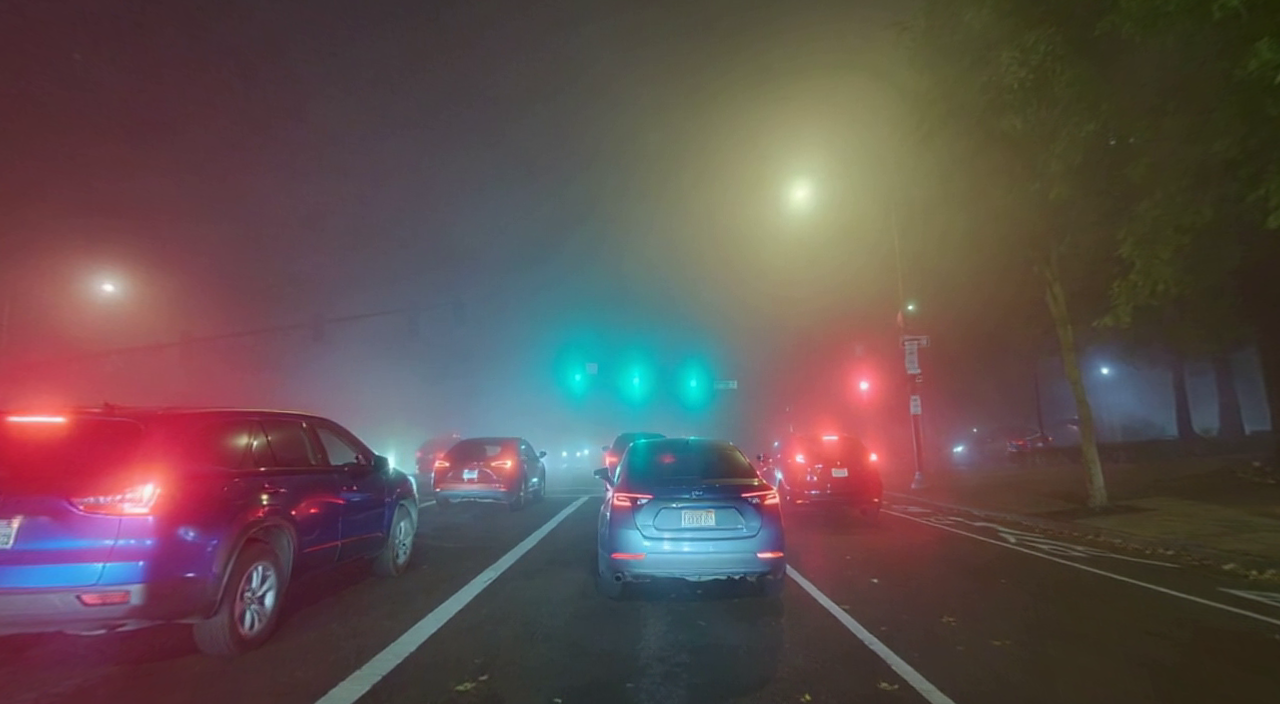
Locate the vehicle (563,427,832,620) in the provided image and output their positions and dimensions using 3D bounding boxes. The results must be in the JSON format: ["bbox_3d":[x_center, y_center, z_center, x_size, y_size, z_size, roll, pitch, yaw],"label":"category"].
[{"bbox_3d":[0.435,1.609,6.836,2.051,1.460,3.932,0,-8,0],"label":"vehicle"}]

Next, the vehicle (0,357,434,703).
[{"bbox_3d":[-3.448,1.217,5.263,1.889,1.767,4.289,0,-8,1],"label":"vehicle"}]

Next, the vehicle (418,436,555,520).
[{"bbox_3d":[-3.071,2.598,13.489,1.868,1.516,4.114,0,-8,1],"label":"vehicle"}]

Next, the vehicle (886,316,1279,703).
[{"bbox_3d":[3.045,0.913,3.047,1.880,1.747,4.500,0,-8,0],"label":"vehicle"}]
